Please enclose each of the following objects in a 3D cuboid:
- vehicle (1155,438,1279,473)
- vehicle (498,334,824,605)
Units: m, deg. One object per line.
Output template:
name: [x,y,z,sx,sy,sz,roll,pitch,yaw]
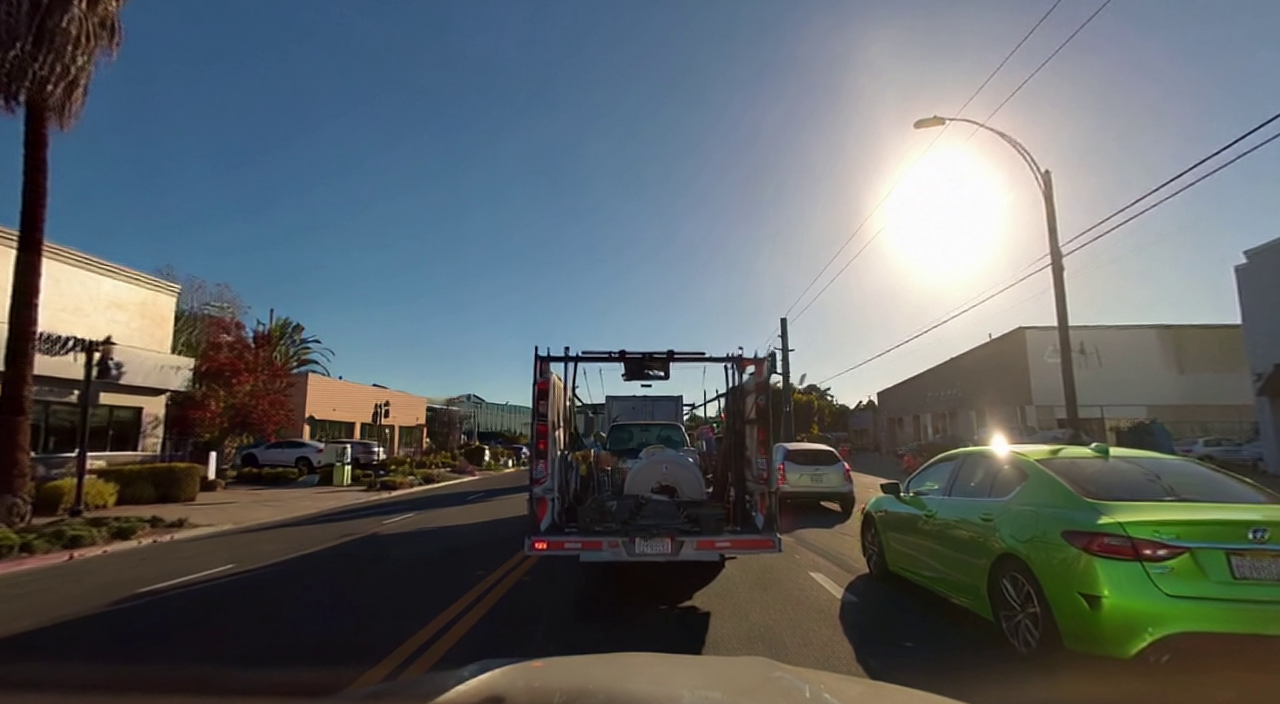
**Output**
vehicle: [28.574,5.094,31.129,4.193,1.633,1.928,-4,-9,26]
vehicle: [0.177,1.466,8.654,2.728,2.305,6.506,0,-9,0]
